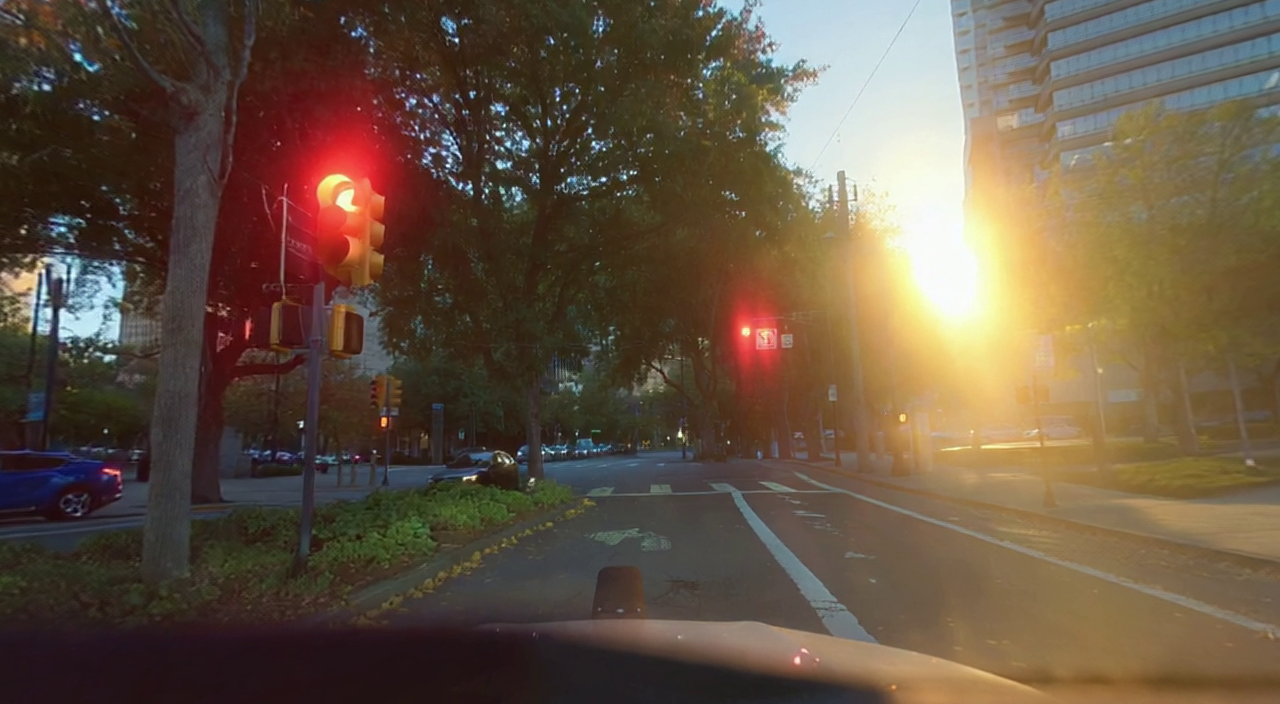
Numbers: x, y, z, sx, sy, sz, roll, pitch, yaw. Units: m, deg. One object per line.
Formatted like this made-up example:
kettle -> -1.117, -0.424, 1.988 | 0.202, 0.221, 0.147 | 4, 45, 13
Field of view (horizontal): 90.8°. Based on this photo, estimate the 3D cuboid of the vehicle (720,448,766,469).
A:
vehicle -> 7.859, 8.125, 48.418 | 1.829, 1.440, 4.384 | 2, -9, -14

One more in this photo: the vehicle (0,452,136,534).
vehicle -> -12.859, 2.716, 12.273 | 4.598, 1.490, 1.816 | 7, -11, -40
